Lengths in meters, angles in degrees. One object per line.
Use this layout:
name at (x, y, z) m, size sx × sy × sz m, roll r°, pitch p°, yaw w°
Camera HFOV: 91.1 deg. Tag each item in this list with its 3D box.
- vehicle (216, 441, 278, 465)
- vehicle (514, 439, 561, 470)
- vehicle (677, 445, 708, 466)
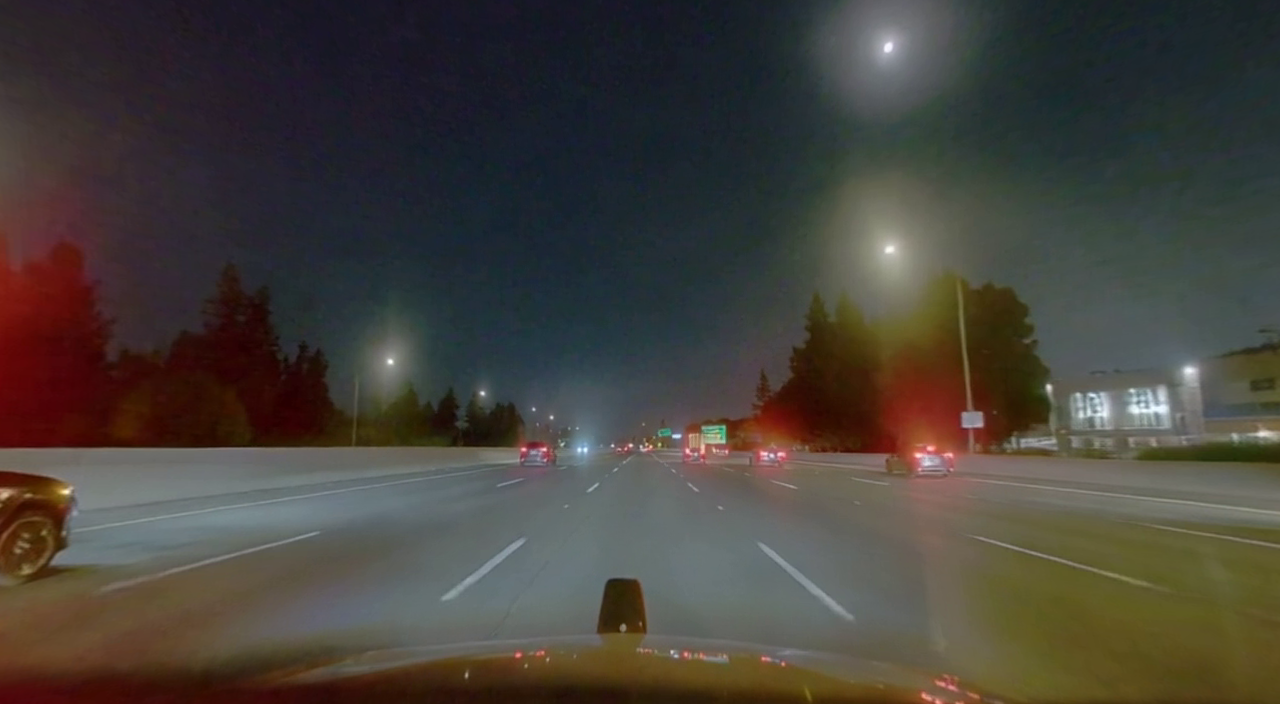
vehicle at (-25.372, 6.510, 40.682) m, size 1.577 × 1.426 × 3.628 m, roll 0°, pitch -8°, yaw 1°
vehicle at (-6.253, 6.299, 38.800) m, size 2.091 × 1.746 × 4.437 m, roll 0°, pitch -8°, yaw 1°
vehicle at (3.803, 7.532, 45.867) m, size 1.950 × 1.453 × 3.378 m, roll 0°, pitch -8°, yaw -1°
